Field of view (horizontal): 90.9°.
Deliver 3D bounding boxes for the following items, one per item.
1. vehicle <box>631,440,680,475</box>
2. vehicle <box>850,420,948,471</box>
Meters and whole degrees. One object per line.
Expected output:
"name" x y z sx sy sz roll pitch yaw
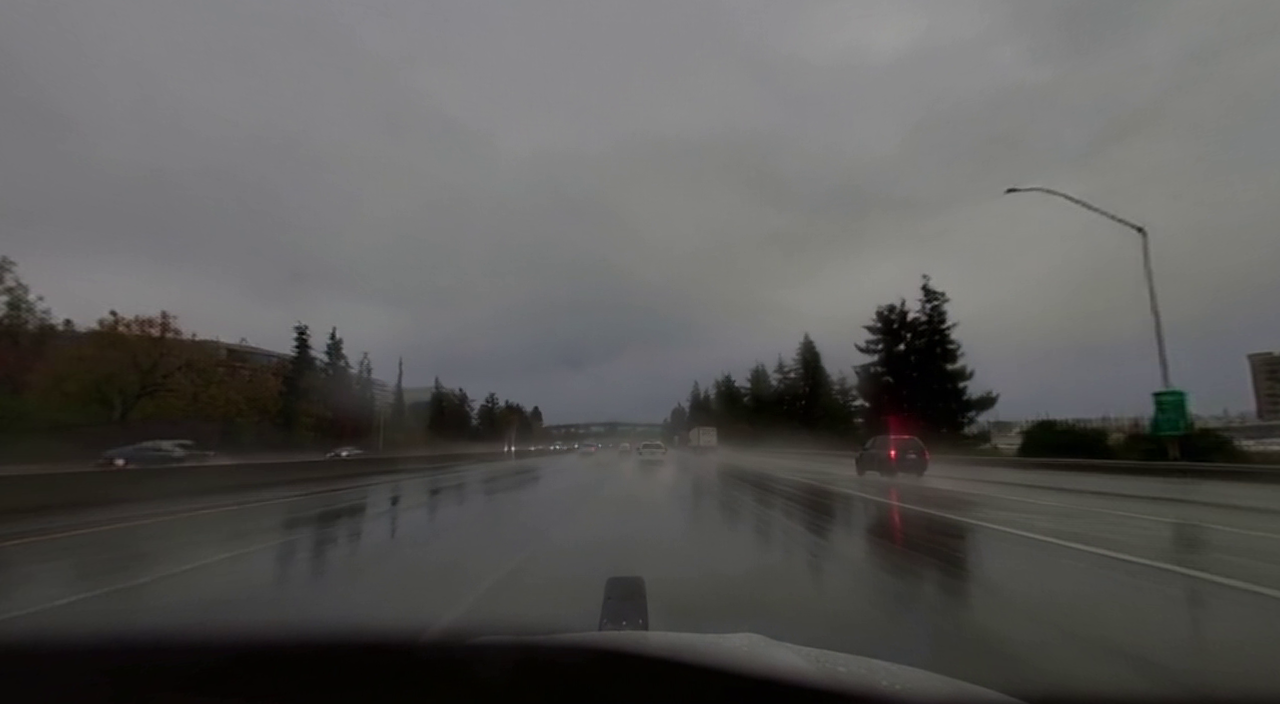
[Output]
"vehicle" 0.683 4.835 29.120 2.112 1.482 4.082 0 -8 0
"vehicle" 13.275 4.856 32.886 2.336 2.415 6.056 0 -8 -2
